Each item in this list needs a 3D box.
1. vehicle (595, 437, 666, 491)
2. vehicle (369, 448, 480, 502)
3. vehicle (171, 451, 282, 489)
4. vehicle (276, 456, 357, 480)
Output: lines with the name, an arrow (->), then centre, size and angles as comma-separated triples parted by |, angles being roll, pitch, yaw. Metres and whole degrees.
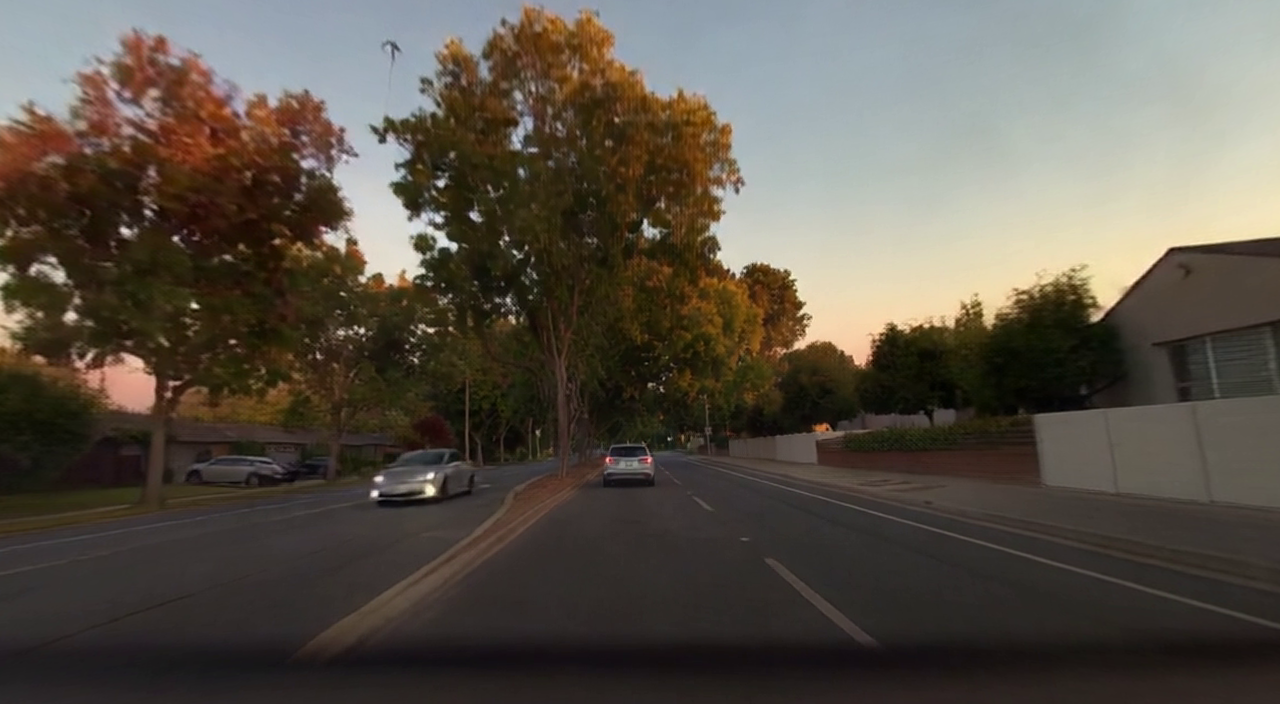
vehicle -> -0.272, 3.743, 21.432 | 2.181, 1.639, 4.127 | 0, -9, 1
vehicle -> -6.582, 3.773, 19.891 | 1.907, 1.471, 4.455 | 0, -9, 0
vehicle -> -21.614, 6.163, 33.168 | 4.470, 1.917, 1.932 | -1, -9, 3
vehicle -> -21.609, 7.747, 42.299 | 4.366, 1.526, 1.921 | 0, -9, 0
